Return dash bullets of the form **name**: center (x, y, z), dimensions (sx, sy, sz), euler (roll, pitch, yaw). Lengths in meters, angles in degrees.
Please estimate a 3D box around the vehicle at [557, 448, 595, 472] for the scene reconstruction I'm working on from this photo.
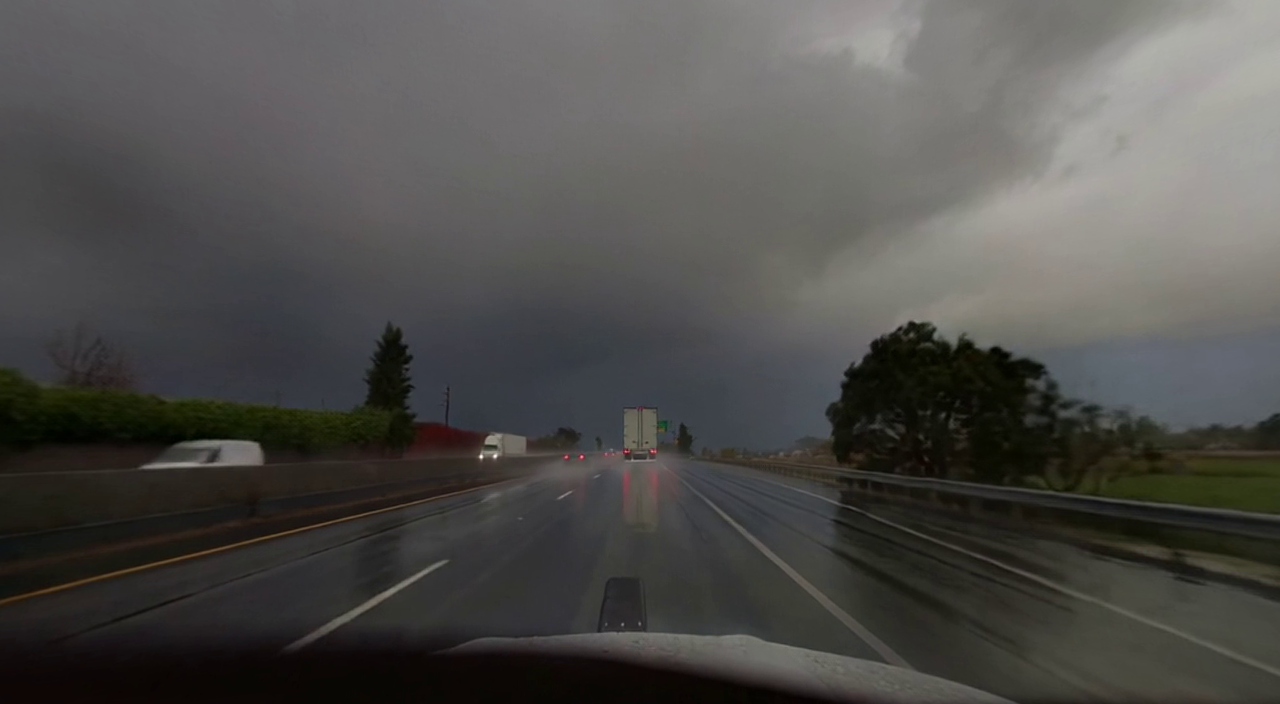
- **vehicle**: center (-4.345, 7.364, 43.235), dimensions (2.051, 1.538, 4.569), euler (0, -9, 1)

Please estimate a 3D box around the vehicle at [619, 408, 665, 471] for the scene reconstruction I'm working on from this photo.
- **vehicle**: center (0.163, 6.348, 45.159), dimensions (2.899, 3.966, 10.053), euler (0, -9, 0)
